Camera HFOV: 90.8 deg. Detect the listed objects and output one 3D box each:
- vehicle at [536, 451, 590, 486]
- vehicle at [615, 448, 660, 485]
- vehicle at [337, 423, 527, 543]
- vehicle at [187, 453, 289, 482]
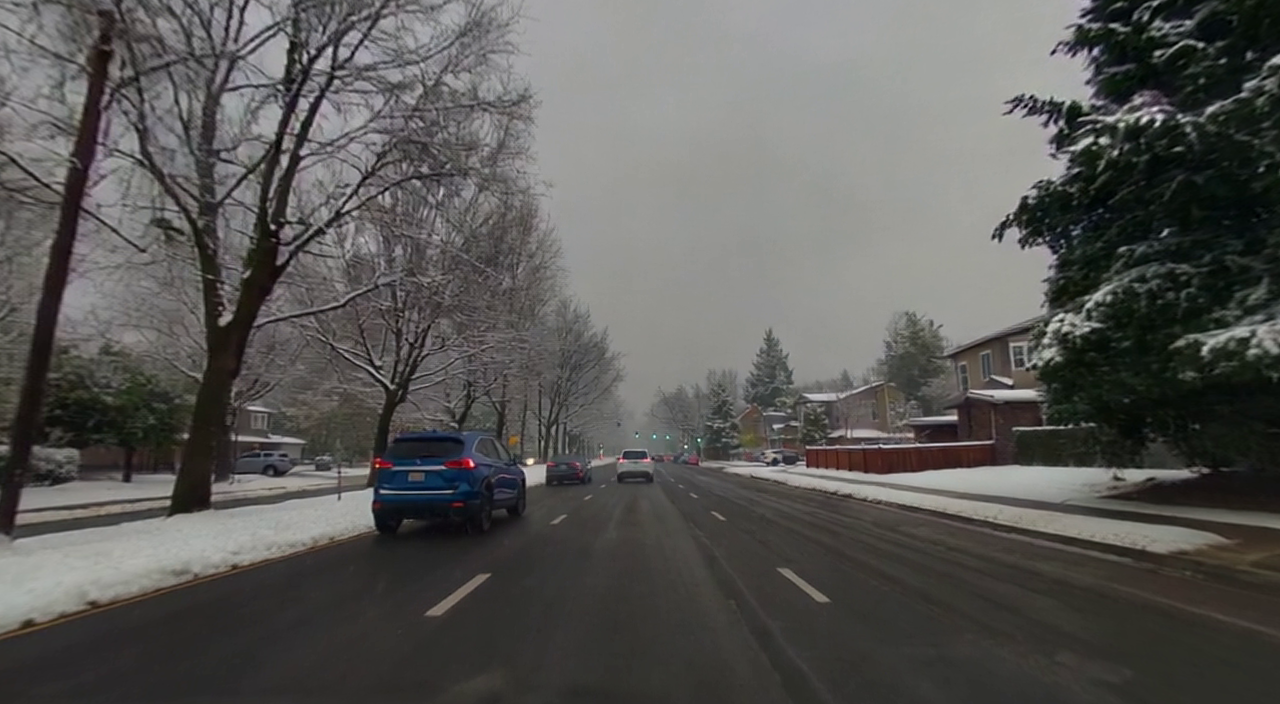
[{"bbox_3d":[-3.674,5.624,30.807,2.066,1.565,3.905,0,-8,1],"label":"vehicle"},{"bbox_3d":[-0.118,5.431,30.214,1.997,1.636,3.760,0,-8,0],"label":"vehicle"},{"bbox_3d":[-3.806,2.482,12.689,2.161,1.919,4.798,0,-8,0],"label":"vehicle"},{"bbox_3d":[-28.586,8.213,45.182,5.692,1.926,2.274,3,-9,-18],"label":"vehicle"}]
